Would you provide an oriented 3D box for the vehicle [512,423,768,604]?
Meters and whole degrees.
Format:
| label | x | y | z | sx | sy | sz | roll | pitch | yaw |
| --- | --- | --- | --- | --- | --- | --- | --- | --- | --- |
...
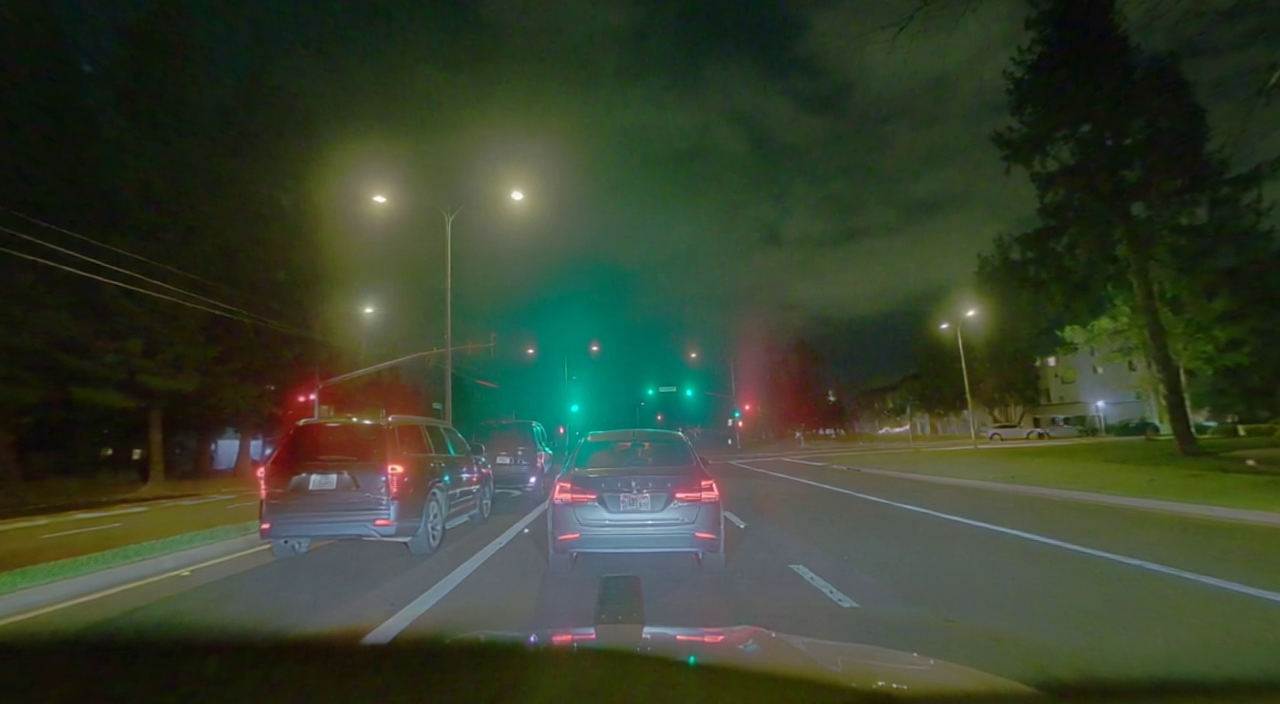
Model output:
| label | x | y | z | sx | sy | sz | roll | pitch | yaw |
| --- | --- | --- | --- | --- | --- | --- | --- | --- | --- |
| vehicle | -0.056 | 1.637 | 7.305 | 2.126 | 1.475 | 3.967 | 0 | -8 | -2 |

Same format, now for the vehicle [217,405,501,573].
| label | x | y | z | sx | sy | sz | roll | pitch | yaw |
| --- | --- | --- | --- | --- | --- | --- | --- | --- | --- |
| vehicle | -3.426 | 1.755 | 8.826 | 2.046 | 1.751 | 4.208 | 0 | -8 | -1 |
